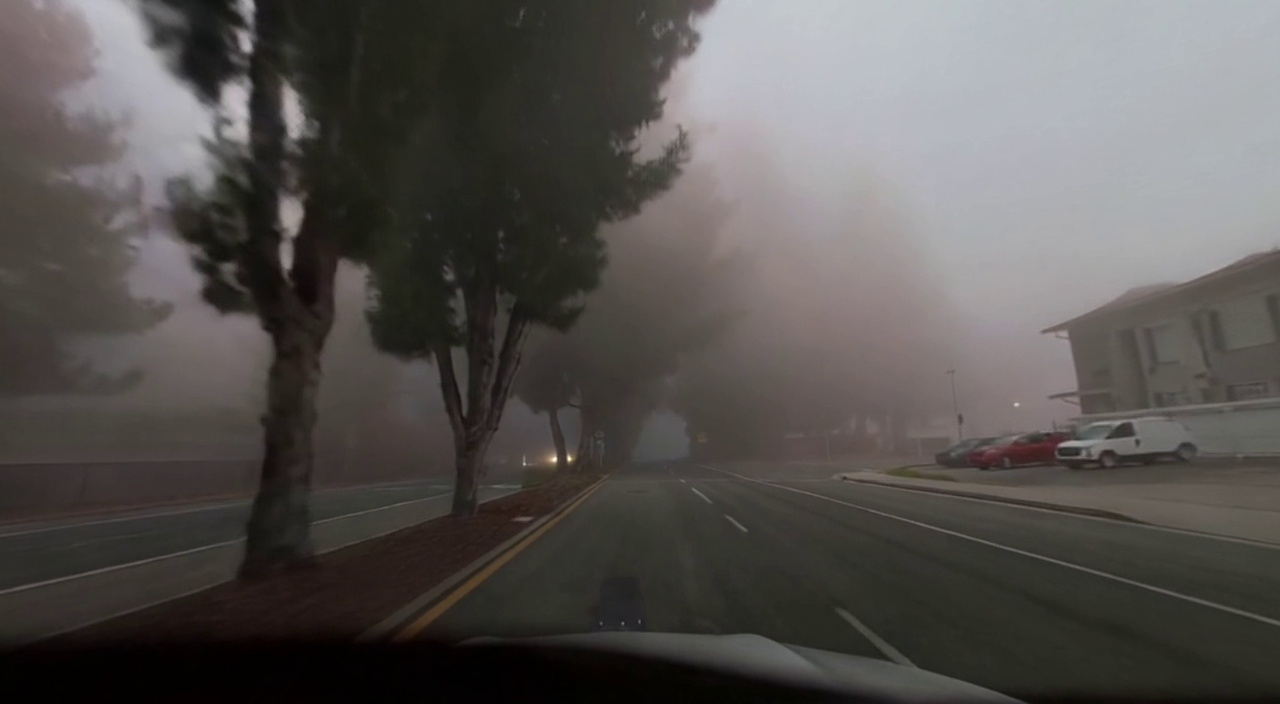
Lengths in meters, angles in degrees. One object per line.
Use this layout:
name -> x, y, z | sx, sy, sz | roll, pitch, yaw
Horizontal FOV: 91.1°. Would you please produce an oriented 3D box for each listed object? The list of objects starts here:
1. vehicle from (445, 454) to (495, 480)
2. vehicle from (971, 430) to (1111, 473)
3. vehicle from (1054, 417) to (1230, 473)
vehicle -> -12.118, 8.198, 45.073 | 2.007, 1.655, 4.649 | -1, -8, 3
vehicle -> 17.794, 4.411, 27.979 | 4.868, 1.768, 2.030 | 0, -8, -4
vehicle -> 18.046, 3.368, 22.721 | 4.611, 1.920, 2.043 | 0, -9, -3
